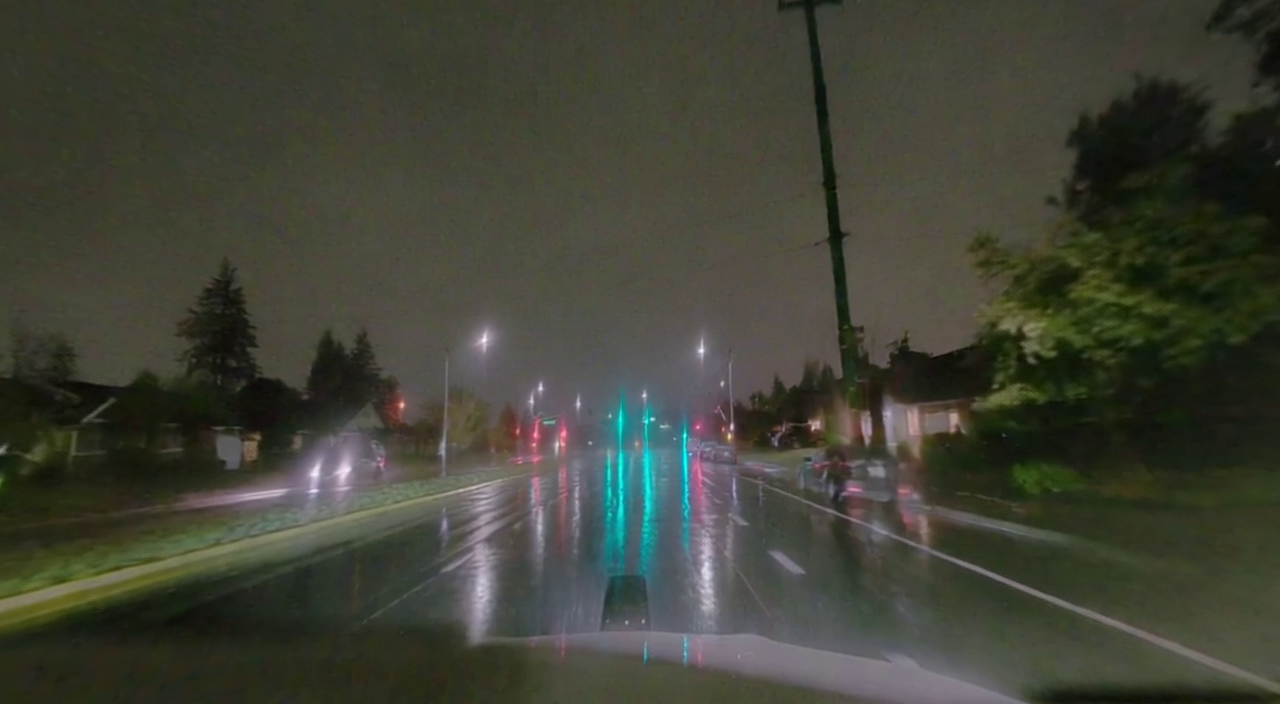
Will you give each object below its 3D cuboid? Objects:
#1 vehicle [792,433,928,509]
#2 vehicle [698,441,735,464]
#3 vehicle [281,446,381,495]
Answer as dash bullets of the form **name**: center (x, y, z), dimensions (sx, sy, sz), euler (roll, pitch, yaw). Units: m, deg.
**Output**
- **vehicle**: center (4.962, 2.702, 14.812), dimensions (1.803, 1.517, 3.738), euler (0, -8, -1)
- **vehicle**: center (5.042, 6.689, 42.097), dimensions (1.881, 1.435, 4.525), euler (0, -8, -1)
- **vehicle**: center (-12.087, 4.609, 25.004), dimensions (2.000, 1.523, 4.226), euler (-2, -6, -2)
